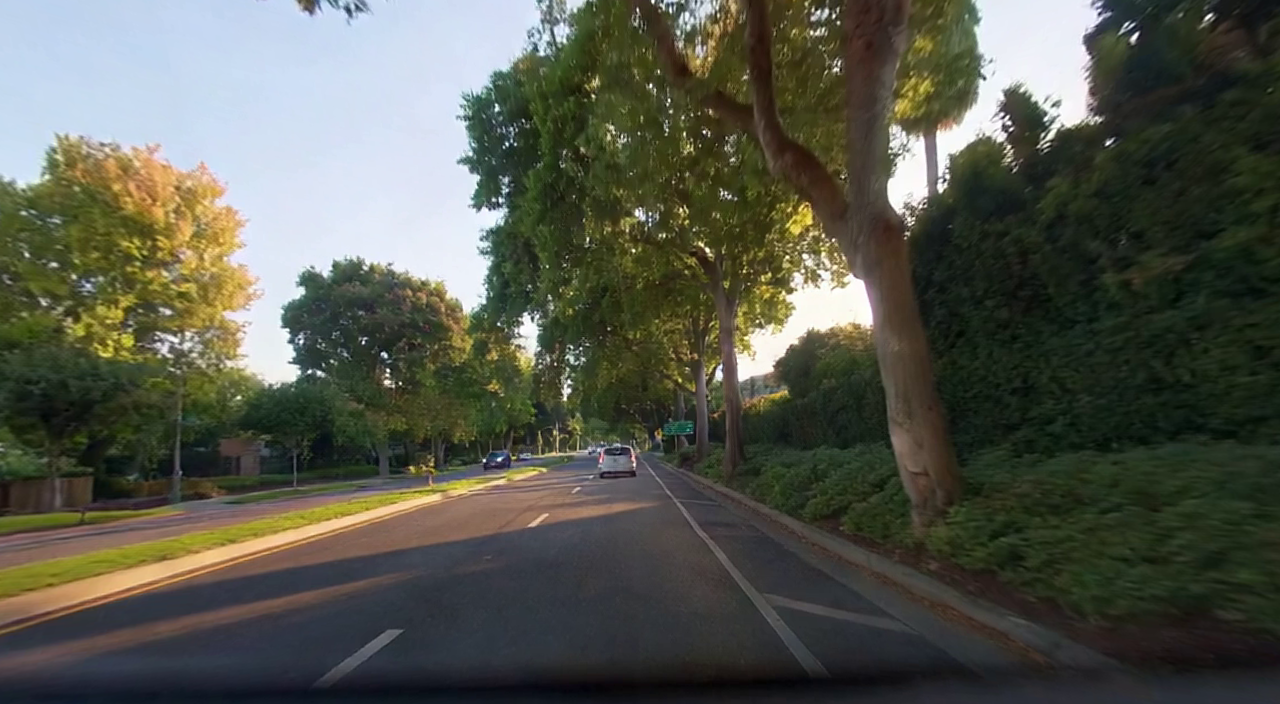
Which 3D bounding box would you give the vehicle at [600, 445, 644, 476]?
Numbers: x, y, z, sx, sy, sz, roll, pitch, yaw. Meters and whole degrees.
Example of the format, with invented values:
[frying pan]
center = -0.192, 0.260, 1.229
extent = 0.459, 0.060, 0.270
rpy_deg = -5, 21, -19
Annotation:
[vehicle]
center = -0.900, 5.539, 32.511
extent = 2.111, 1.466, 4.223
rpy_deg = 0, -9, -1
